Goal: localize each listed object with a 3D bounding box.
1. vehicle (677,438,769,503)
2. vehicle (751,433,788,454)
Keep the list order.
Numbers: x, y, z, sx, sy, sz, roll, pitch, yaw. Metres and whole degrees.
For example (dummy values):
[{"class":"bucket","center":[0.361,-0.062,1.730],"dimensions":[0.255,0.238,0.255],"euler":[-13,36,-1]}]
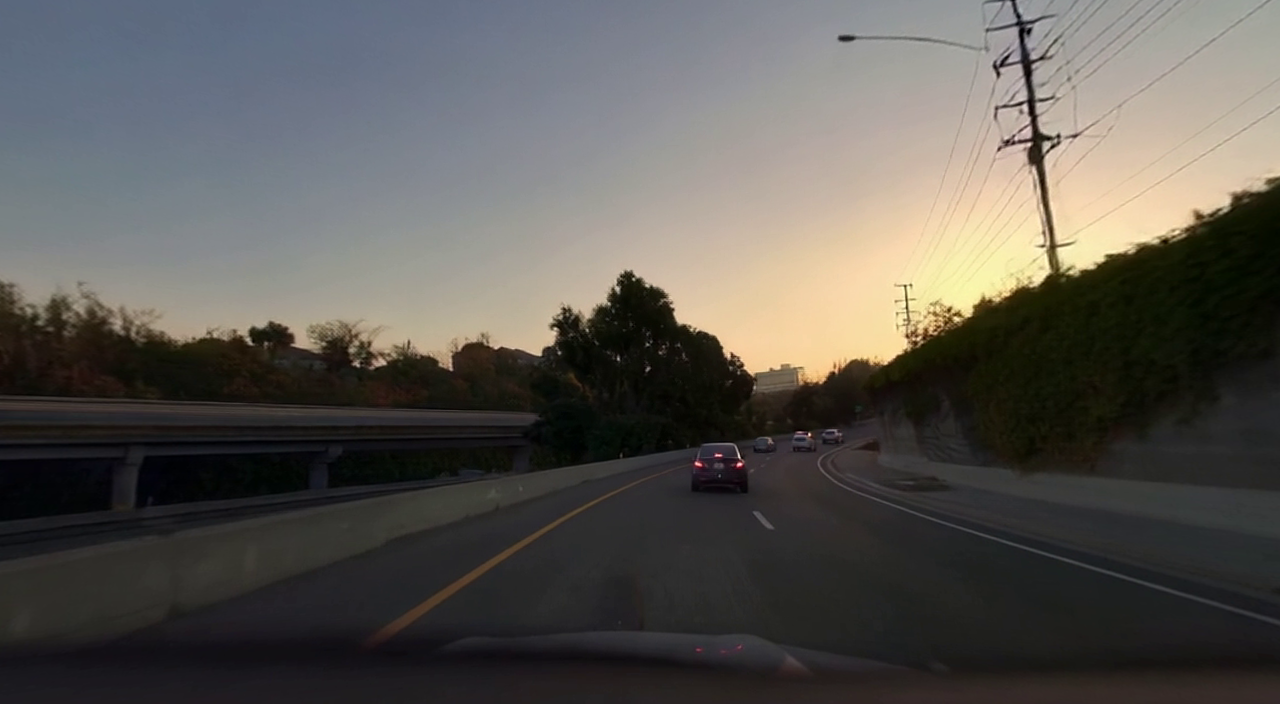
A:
[{"class":"vehicle","center":[2.190,3.080,16.862],"dimensions":[2.091,1.482,4.321],"euler":[-1,-9,7]},{"class":"vehicle","center":[9.723,6.848,46.955],"dimensions":[1.931,1.485,4.191],"euler":[-4,-9,22]}]
